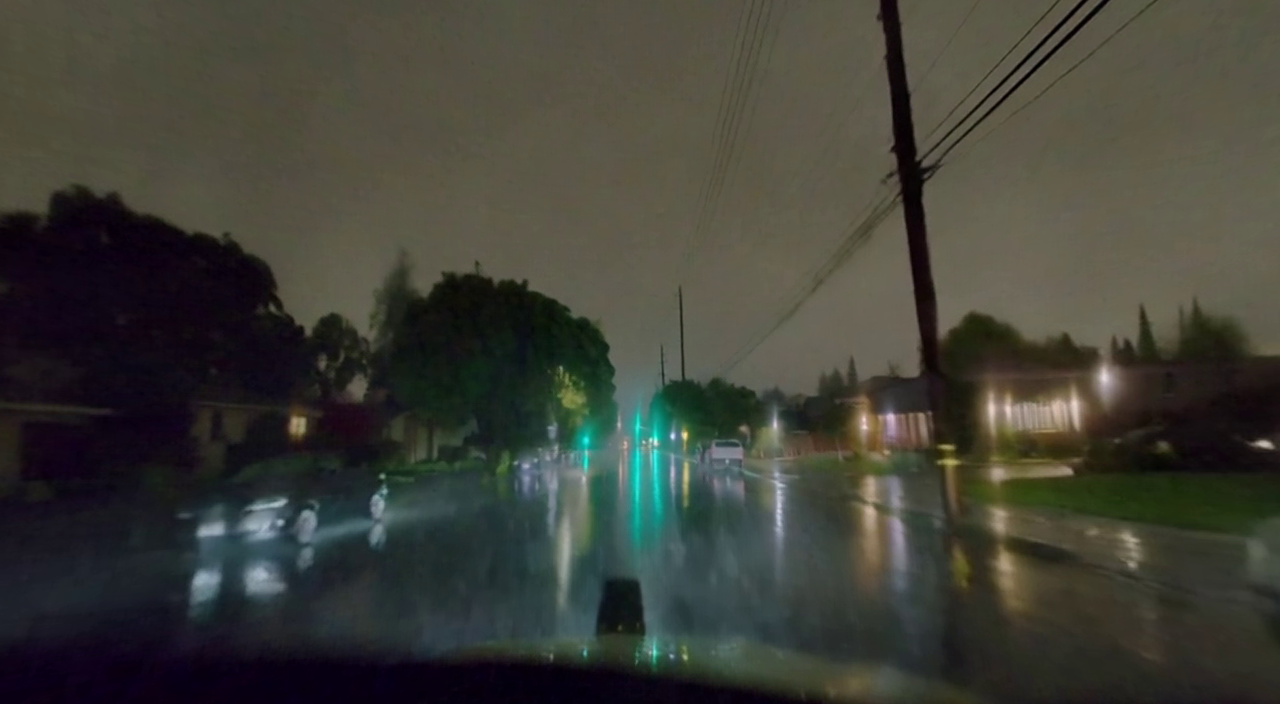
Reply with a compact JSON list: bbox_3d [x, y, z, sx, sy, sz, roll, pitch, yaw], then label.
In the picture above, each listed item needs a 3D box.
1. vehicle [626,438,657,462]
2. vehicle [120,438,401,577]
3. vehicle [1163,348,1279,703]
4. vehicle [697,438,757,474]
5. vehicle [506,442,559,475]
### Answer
[{"bbox_3d":[0.081,6.764,43.605,2.062,1.509,4.305,0,-8,-1],"label":"vehicle"},{"bbox_3d":[-5.958,2.388,10.843,1.769,1.572,4.990,-4,-6,0],"label":"vehicle"},{"bbox_3d":[3.842,0.600,1.088,2.108,1.719,4.339,0,-8,0],"label":"vehicle"},{"bbox_3d":[4.081,4.927,30.366,2.144,1.572,5.026,0,-8,0],"label":"vehicle"},{"bbox_3d":[-5.984,5.967,35.806,2.094,1.433,5.740,-4,-7,-2],"label":"vehicle"}]
